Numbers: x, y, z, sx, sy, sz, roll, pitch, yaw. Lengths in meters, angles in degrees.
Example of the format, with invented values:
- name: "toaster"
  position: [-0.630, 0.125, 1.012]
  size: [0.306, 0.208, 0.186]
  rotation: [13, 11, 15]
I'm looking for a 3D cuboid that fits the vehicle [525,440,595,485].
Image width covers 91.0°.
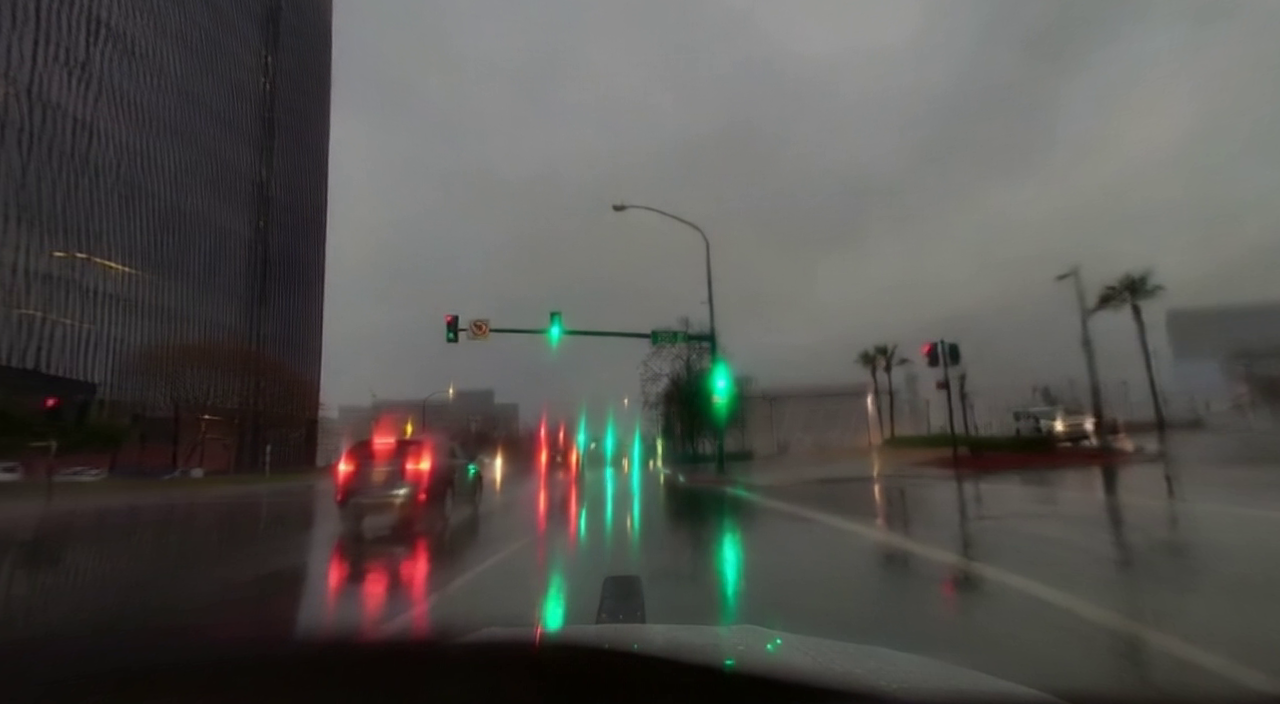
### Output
- name: "vehicle"
  position: [-3.526, 5.015, 28.848]
  size: [2.384, 1.849, 5.009]
  rotation: [-1, -9, 2]

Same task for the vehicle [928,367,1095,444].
- name: "vehicle"
  position: [15.695, 2.450, 27.065]
  size: [4.005, 2.827, 4.538]
  rotation: [2, -10, -10]

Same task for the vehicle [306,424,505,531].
- name: "vehicle"
  position: [-4.358, 2.422, 12.723]
  size: [2.169, 1.741, 4.588]
  rotation: [-1, -9, 1]
